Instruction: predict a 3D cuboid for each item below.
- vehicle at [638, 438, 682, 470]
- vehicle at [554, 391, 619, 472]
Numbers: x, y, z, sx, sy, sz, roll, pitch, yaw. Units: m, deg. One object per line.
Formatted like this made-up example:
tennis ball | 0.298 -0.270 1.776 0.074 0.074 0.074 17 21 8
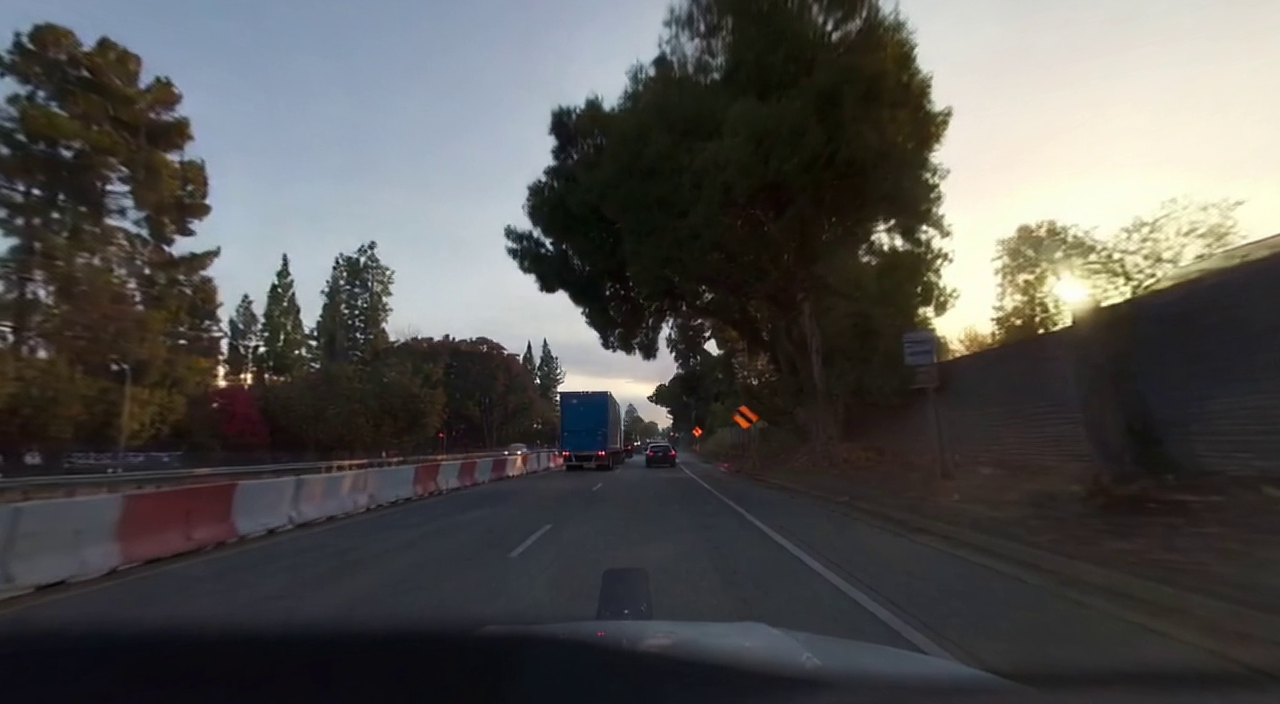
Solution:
vehicle | 1.079 5.782 35.817 2.304 1.675 4.462 0 -8 0
vehicle | -3.007 5.196 40.199 2.906 4.115 15.715 -1 -8 0
